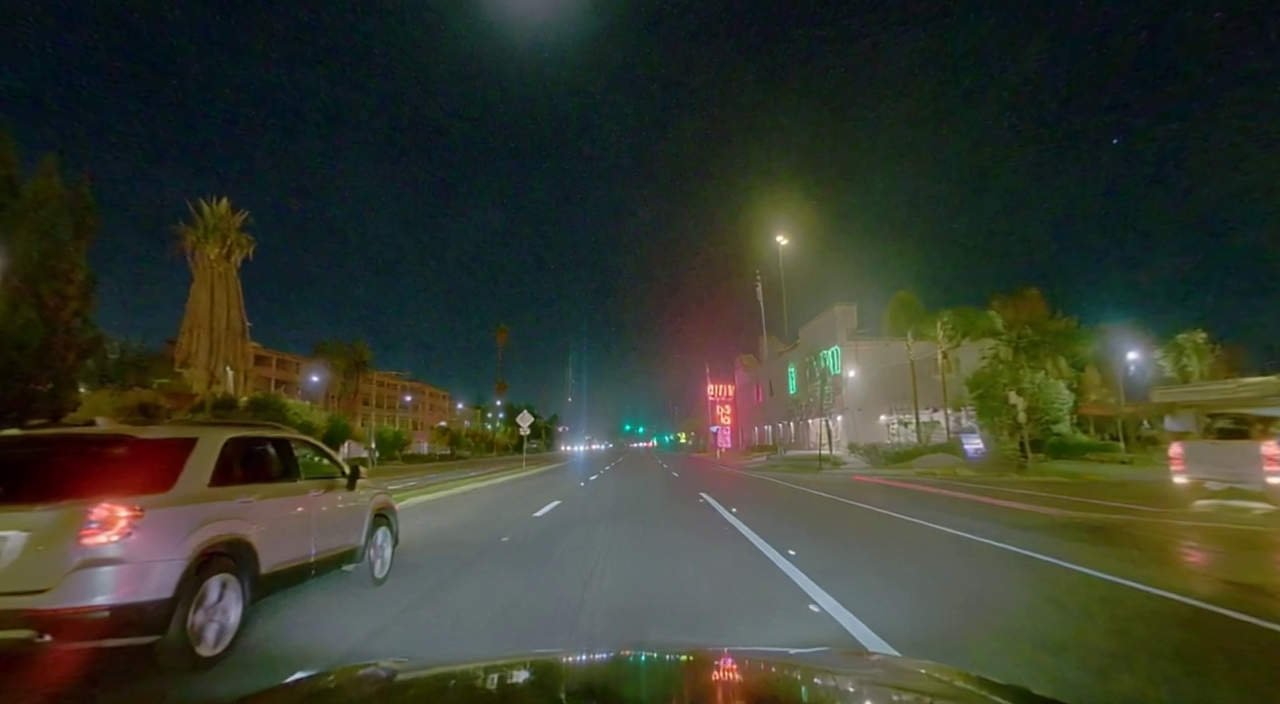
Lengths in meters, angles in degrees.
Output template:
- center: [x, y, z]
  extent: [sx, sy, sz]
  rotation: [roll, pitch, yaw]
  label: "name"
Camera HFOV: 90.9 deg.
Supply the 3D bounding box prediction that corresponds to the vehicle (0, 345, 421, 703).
- center: [-3.517, 1.154, 4.701]
  extent: [2.062, 1.693, 4.669]
  rotation: [0, -8, 0]
  label: "vehicle"
